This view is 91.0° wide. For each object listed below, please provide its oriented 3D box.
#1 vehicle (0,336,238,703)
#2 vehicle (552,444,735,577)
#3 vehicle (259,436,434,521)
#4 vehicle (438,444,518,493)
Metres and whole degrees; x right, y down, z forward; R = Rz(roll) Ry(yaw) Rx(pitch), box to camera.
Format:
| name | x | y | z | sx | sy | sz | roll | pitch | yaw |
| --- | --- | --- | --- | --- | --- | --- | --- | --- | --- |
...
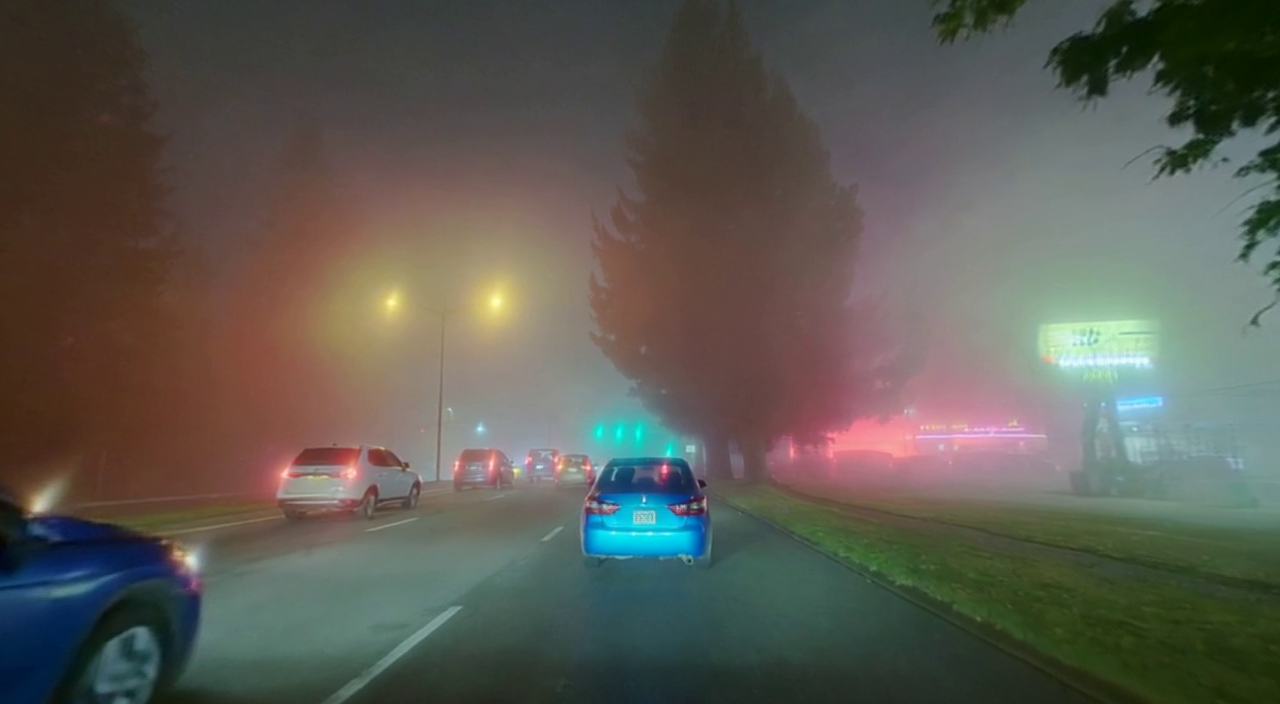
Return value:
| name | x | y | z | sx | sy | sz | roll | pitch | yaw |
| --- | --- | --- | --- | --- | --- | --- | --- | --- | --- |
| vehicle | -3.614 | 0.651 | 1.513 | 2.055 | 1.725 | 4.732 | 0 | -9 | 1 |
| vehicle | 0.086 | 2.126 | 9.278 | 2.091 | 1.494 | 3.962 | 0 | -9 | 1 |
| vehicle | -6.928 | 3.012 | 15.558 | 2.032 | 1.767 | 4.549 | 0 | -9 | 1 |
| vehicle | -6.768 | 4.893 | 26.866 | 2.130 | 1.900 | 4.470 | 0 | -9 | 1 |
